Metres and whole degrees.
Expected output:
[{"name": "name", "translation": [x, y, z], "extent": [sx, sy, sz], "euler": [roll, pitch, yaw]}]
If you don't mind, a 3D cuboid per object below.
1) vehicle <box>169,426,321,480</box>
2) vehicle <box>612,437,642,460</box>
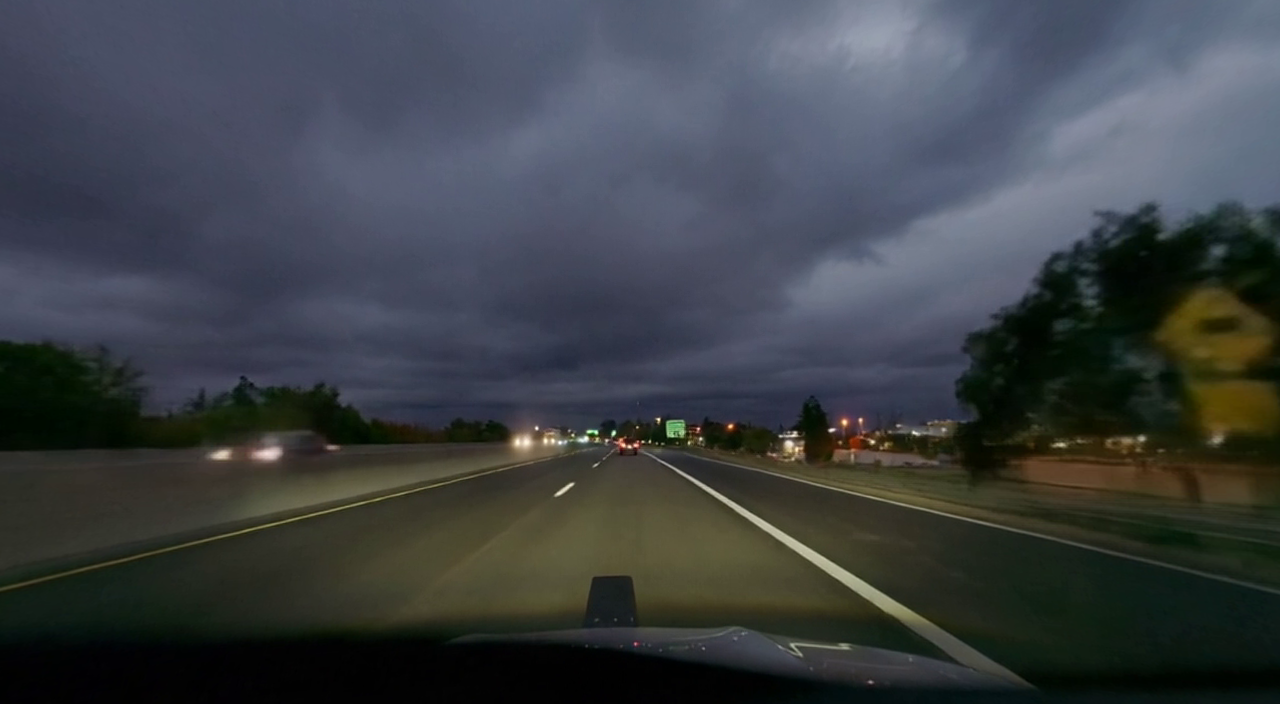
[{"name": "vehicle", "translation": [-12.384, 3.193, 20.209], "extent": [1.901, 1.507, 4.711], "euler": [0, -8, -1]}, {"name": "vehicle", "translation": [-0.967, 6.883, 45.066], "extent": [2.099, 1.504, 3.843], "euler": [0, -8, -2]}]
